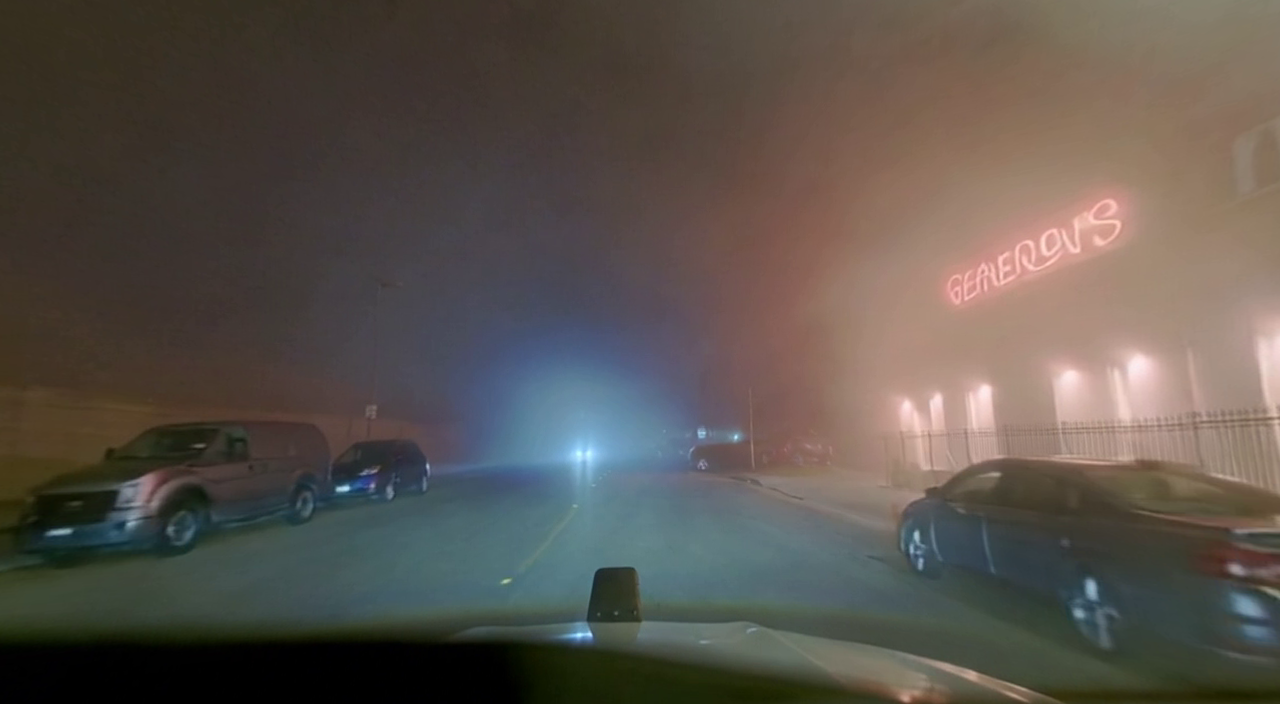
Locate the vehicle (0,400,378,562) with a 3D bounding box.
[{"bbox_3d":[-6.845,1.982,10.587,2.504,1.919,5.658,-1,-8,0],"label":"vehicle"}]

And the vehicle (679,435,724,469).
[{"bbox_3d":[3.646,6.058,38.496,2.158,1.900,5.376,0,-8,-1],"label":"vehicle"}]

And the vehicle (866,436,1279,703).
[{"bbox_3d":[3.989,1.543,5.726,2.050,1.475,4.613,2,-7,-2],"label":"vehicle"}]

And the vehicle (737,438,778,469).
[{"bbox_3d":[7.365,6.449,39.882,1.911,1.685,3.764,3,-12,0],"label":"vehicle"}]

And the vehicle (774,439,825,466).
[{"bbox_3d":[10.124,6.378,40.347,1.980,1.606,4.097,1,-8,-4],"label":"vehicle"}]
